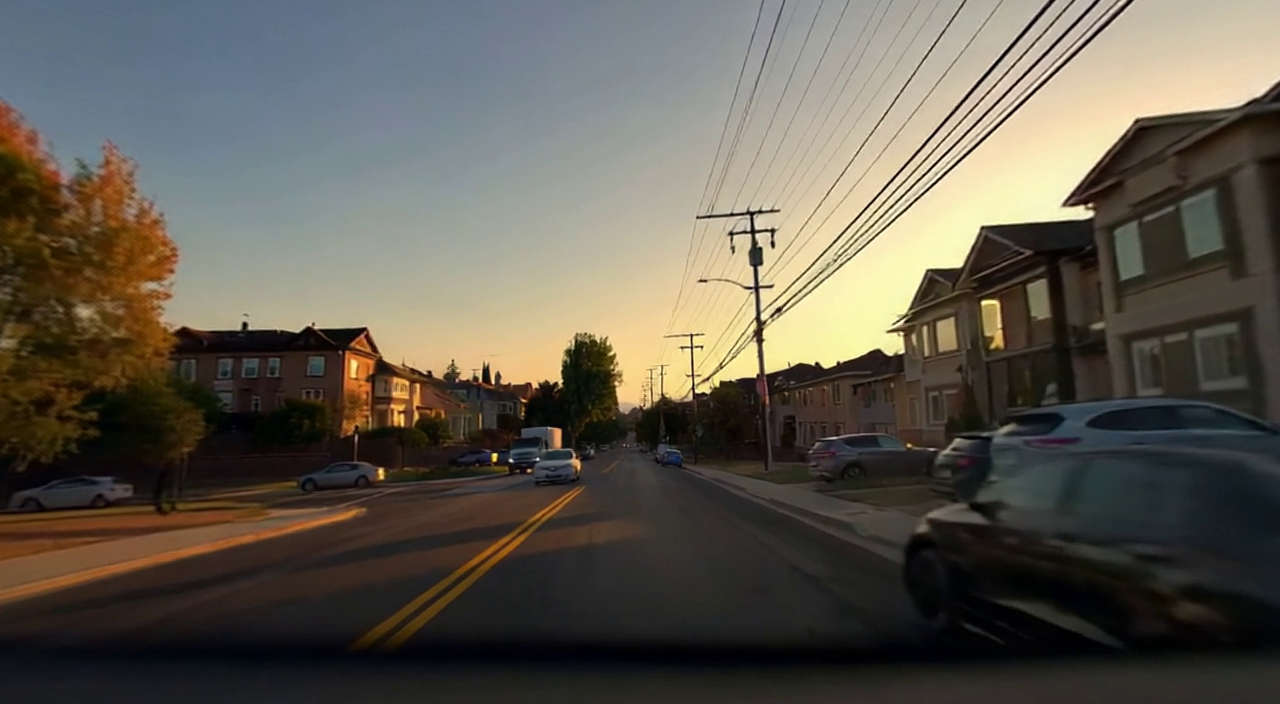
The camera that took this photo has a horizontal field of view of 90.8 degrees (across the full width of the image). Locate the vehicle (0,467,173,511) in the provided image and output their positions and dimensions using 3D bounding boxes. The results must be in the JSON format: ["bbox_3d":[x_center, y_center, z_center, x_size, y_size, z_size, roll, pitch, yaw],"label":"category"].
[{"bbox_3d":[-21.501,5.294,24.628,4.913,1.559,1.927,0,-9,-2],"label":"vehicle"}]

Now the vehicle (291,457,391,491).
[{"bbox_3d":[-15.387,6.277,32.738,4.204,1.626,1.874,1,-9,-6],"label":"vehicle"}]

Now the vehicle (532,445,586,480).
[{"bbox_3d":[-3.704,5.123,29.633,1.912,1.491,4.375,0,-9,1],"label":"vehicle"}]

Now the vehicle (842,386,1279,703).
[{"bbox_3d":[3.002,1.189,3.939,1.879,1.582,4.250,0,-9,-3],"label":"vehicle"}]

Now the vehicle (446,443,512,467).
[{"bbox_3d":[-11.875,7.635,46.852,4.311,1.751,2.045,0,-9,0],"label":"vehicle"}]

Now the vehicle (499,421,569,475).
[{"bbox_3d":[-6.884,6.375,42.129,3.197,3.187,7.847,-2,-8,1],"label":"vehicle"}]
